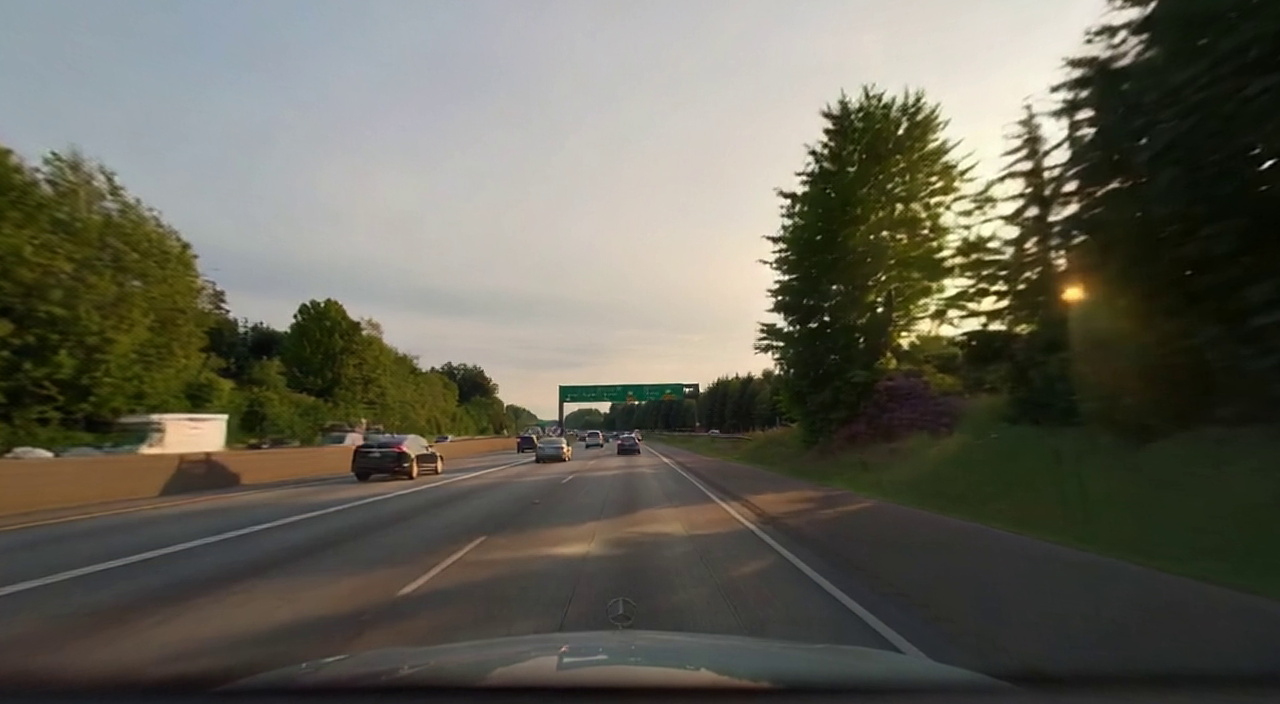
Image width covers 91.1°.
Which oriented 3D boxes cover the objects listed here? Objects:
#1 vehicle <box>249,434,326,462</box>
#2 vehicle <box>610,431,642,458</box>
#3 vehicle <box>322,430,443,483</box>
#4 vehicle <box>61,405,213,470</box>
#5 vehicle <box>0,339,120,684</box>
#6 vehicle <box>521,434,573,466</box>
[{"bbox_3d":[-20.249,5.526,36.342,1.847,1.499,4.499,0,-8,1],"label":"vehicle"},{"bbox_3d":[-0.867,5.912,40.353,2.002,1.611,3.778,0,-8,0],"label":"vehicle"},{"bbox_3d":[-8.335,3.393,20.929,1.953,1.524,4.863,0,-8,0],"label":"vehicle"},{"bbox_3d":[-24.784,4.266,31.460,2.450,2.899,6.156,0,-8,-1],"label":"vehicle"},{"bbox_3d":[-4.378,0.652,1.833,1.971,1.822,4.366,0,-8,-1],"label":"vehicle"},{"bbox_3d":[-4.440,4.713,30.548,1.909,1.445,4.087,0,-8,0],"label":"vehicle"}]
